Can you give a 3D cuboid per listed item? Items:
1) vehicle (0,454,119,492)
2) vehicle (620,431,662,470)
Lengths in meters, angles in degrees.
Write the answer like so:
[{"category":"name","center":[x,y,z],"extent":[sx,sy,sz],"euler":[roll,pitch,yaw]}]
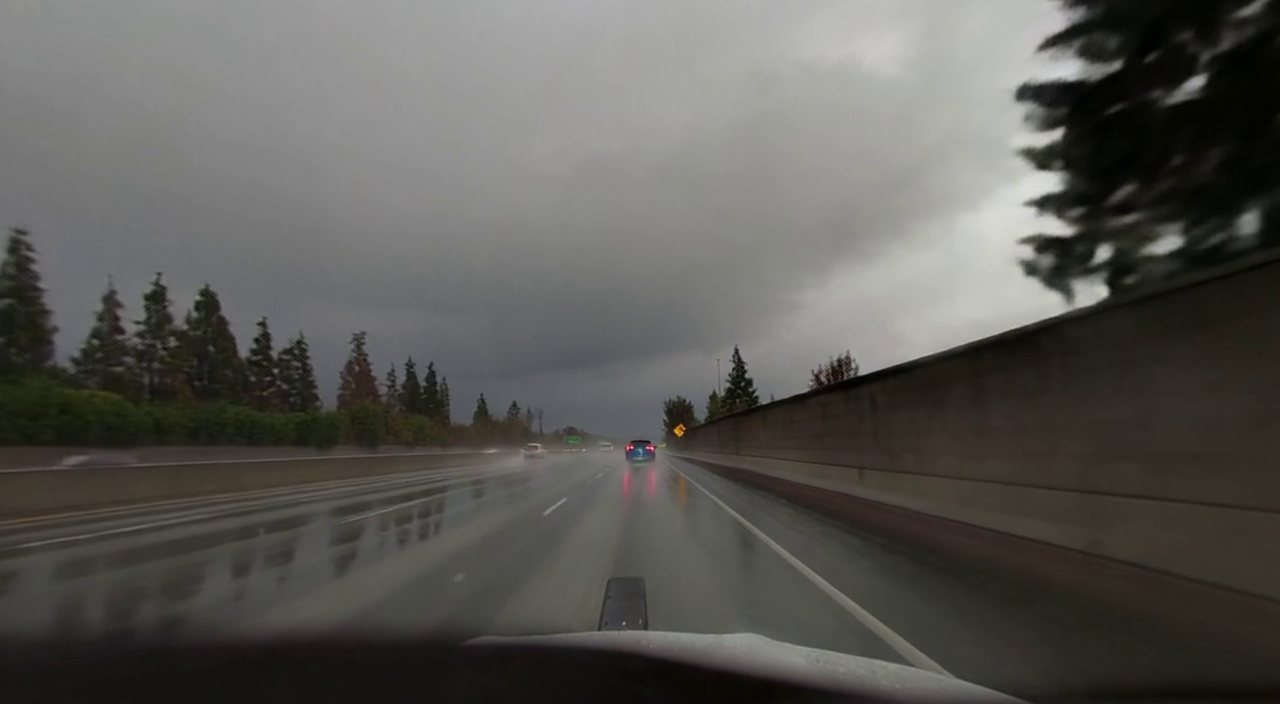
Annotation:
[{"category":"vehicle","center":[-26.663,5.505,28.981],"extent":[1.796,1.530,4.250],"euler":[0,-8,0]},{"category":"vehicle","center":[0.049,5.857,37.511],"extent":[2.318,2.145,4.561],"euler":[0,-8,0]}]
